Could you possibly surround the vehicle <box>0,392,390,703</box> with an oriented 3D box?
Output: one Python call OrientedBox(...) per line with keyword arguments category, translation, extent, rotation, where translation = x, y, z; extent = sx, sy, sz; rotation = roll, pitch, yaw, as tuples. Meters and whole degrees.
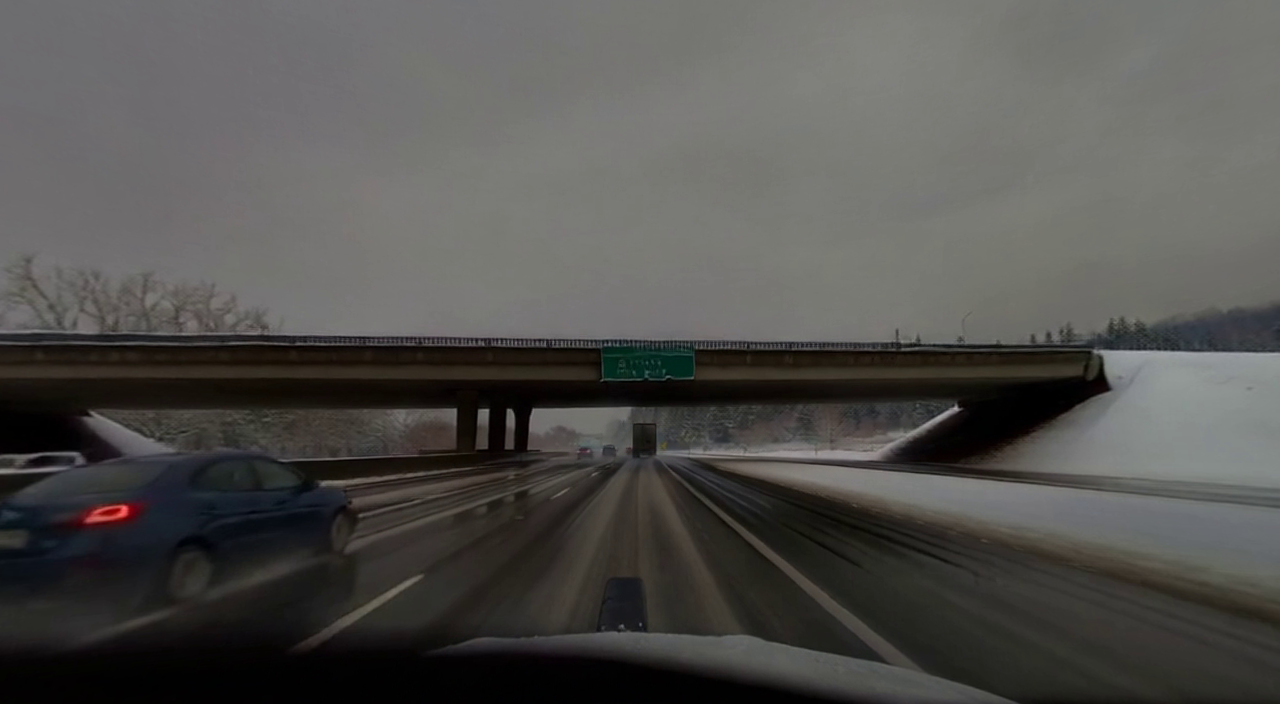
OrientedBox(category="vehicle", translation=(-4.401, 1.388, 5.630), extent=(2.235, 1.593, 5.077), rotation=(0, -9, 0))
